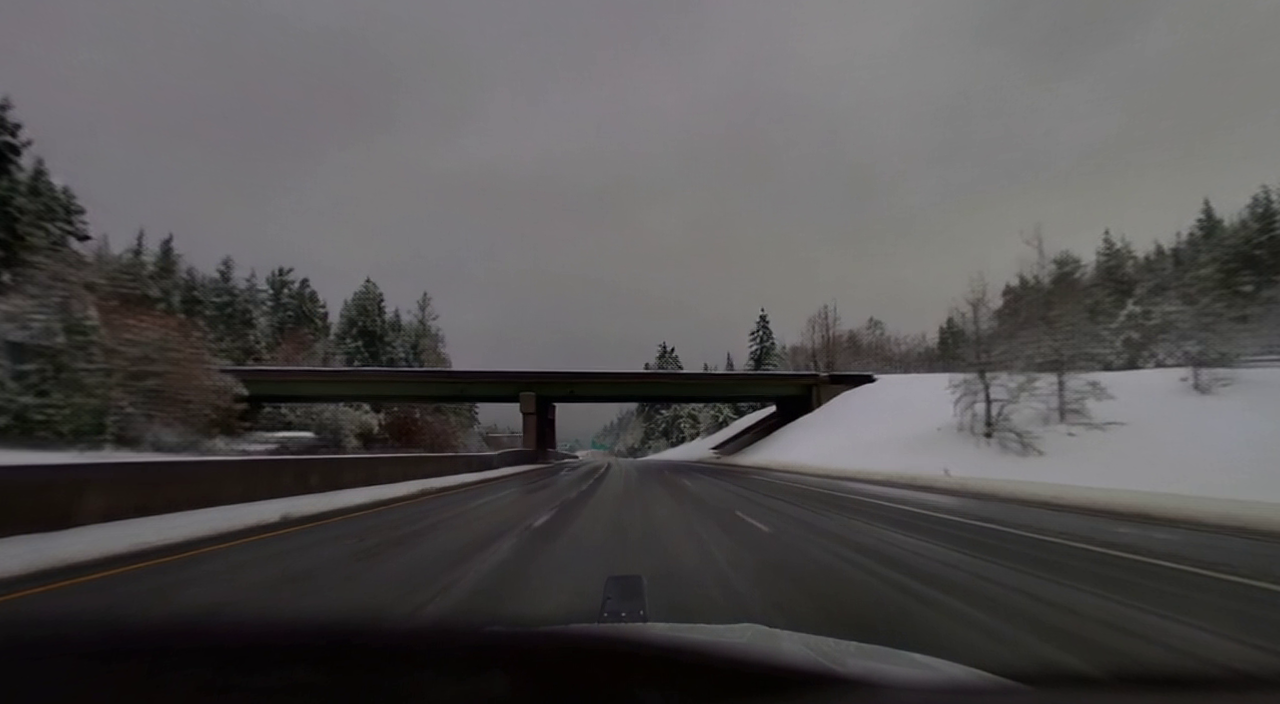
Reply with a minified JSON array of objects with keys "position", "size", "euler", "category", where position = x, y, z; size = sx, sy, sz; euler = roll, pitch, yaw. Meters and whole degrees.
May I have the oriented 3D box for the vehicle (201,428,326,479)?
[{"position":[-17.900,4.885,30.440],"size":[2.371,2.175,5.880],"euler":[0,-9,0],"category":"vehicle"}]
